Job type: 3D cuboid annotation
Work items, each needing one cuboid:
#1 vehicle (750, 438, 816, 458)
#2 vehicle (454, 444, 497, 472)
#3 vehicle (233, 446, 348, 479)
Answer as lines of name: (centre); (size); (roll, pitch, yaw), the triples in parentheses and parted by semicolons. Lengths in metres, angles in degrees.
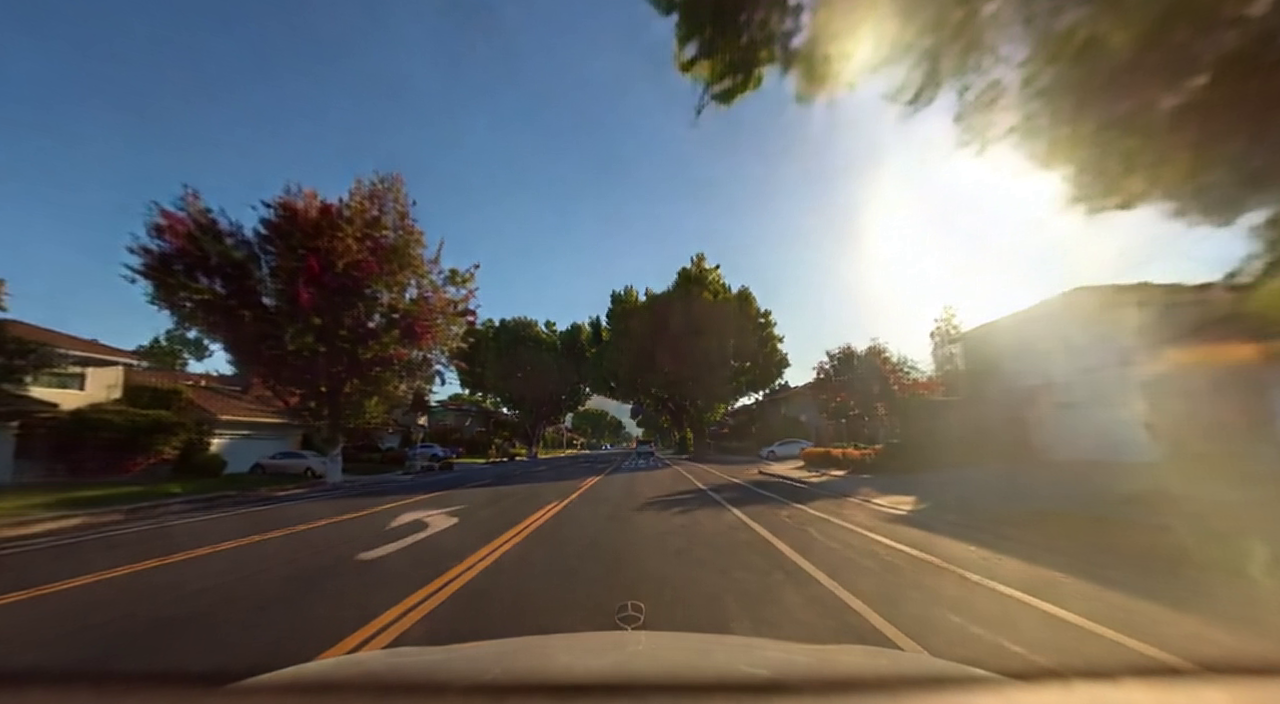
vehicle: (11.077, 7.494, 49.136); (4.818, 1.525, 2.163); (-2, -8, 9)
vehicle: (-12.369, 7.957, 47.609); (1.965, 1.653, 4.488); (-3, -6, 1)
vehicle: (-18.149, 5.728, 32.899); (4.717, 1.605, 2.074); (0, -8, -4)
